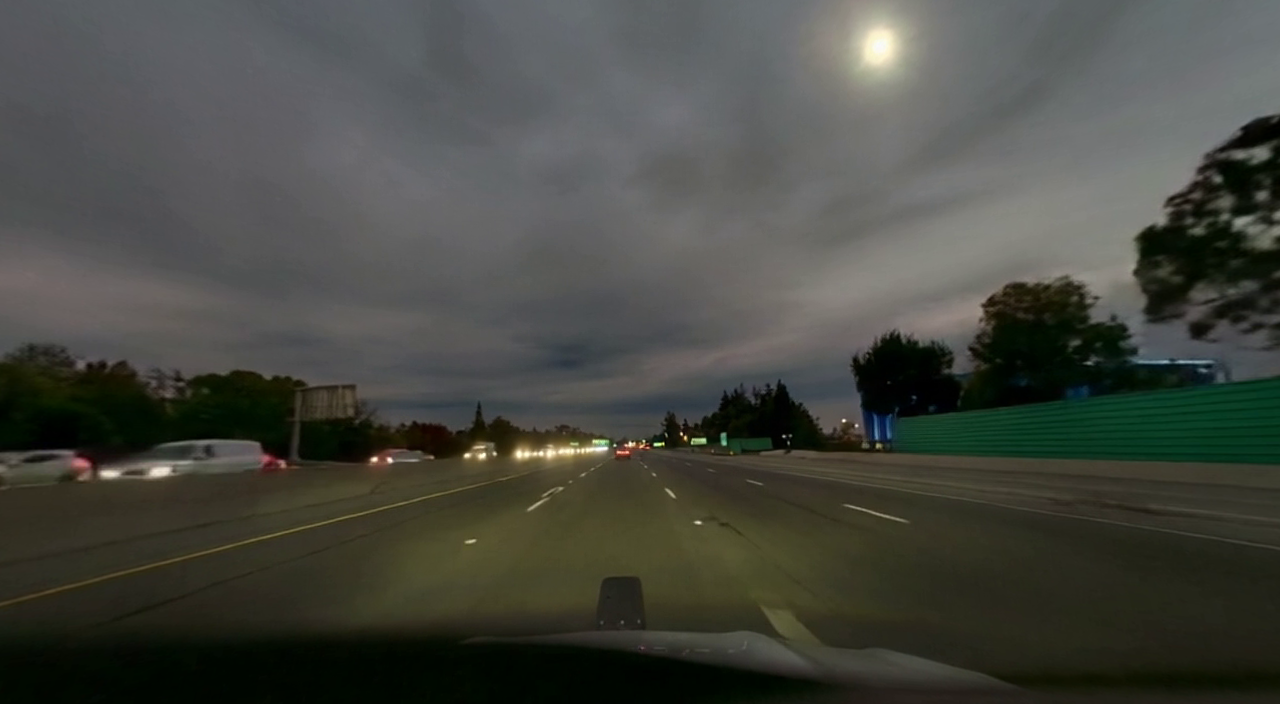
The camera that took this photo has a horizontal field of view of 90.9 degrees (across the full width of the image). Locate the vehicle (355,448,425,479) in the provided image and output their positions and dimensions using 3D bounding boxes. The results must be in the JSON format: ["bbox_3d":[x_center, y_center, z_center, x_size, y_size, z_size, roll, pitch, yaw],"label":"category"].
[{"bbox_3d":[-12.545,5.604,31.929,1.864,1.428,4.139,0,-9,-1],"label":"vehicle"}]

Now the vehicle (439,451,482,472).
[{"bbox_3d":[-13.362,8.151,47.120,1.868,1.426,4.366,0,-9,0],"label":"vehicle"}]

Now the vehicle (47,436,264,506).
[{"bbox_3d":[-12.255,3.042,16.492,1.947,1.533,4.756,0,-9,-1],"label":"vehicle"}]
